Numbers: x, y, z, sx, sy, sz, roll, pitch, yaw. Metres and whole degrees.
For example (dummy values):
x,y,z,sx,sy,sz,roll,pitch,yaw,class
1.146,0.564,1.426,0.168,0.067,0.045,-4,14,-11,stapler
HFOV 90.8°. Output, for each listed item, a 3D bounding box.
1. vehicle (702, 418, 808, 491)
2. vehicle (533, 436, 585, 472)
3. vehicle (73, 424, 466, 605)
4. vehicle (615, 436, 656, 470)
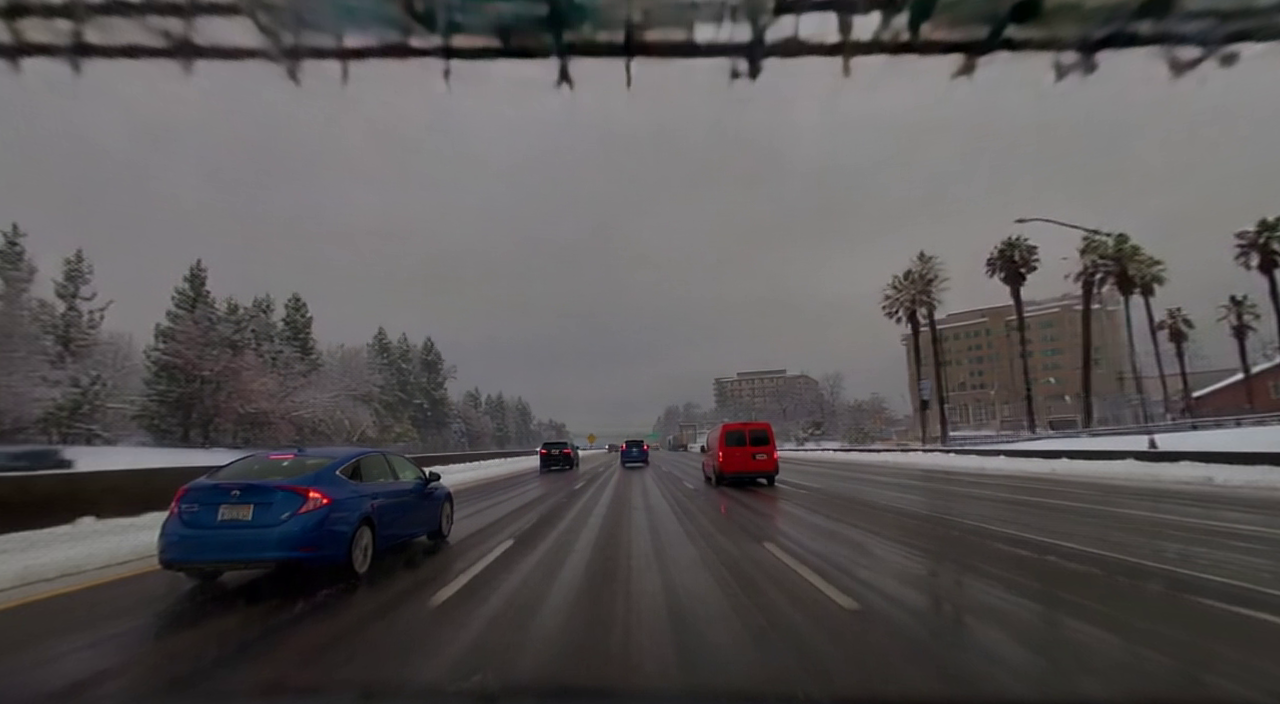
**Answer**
x,y,z,sx,sy,sz,roll,pitch,yaw,class
3.557,3.346,20.862,2.250,2.074,5.723,0,-9,-2,vehicle
-4.212,5.390,33.497,2.109,1.793,4.613,0,-9,0,vehicle
-3.656,1.674,7.448,1.991,1.469,4.381,0,-9,0,vehicle
-0.273,5.693,35.598,2.212,1.786,4.198,0,-9,-1,vehicle
